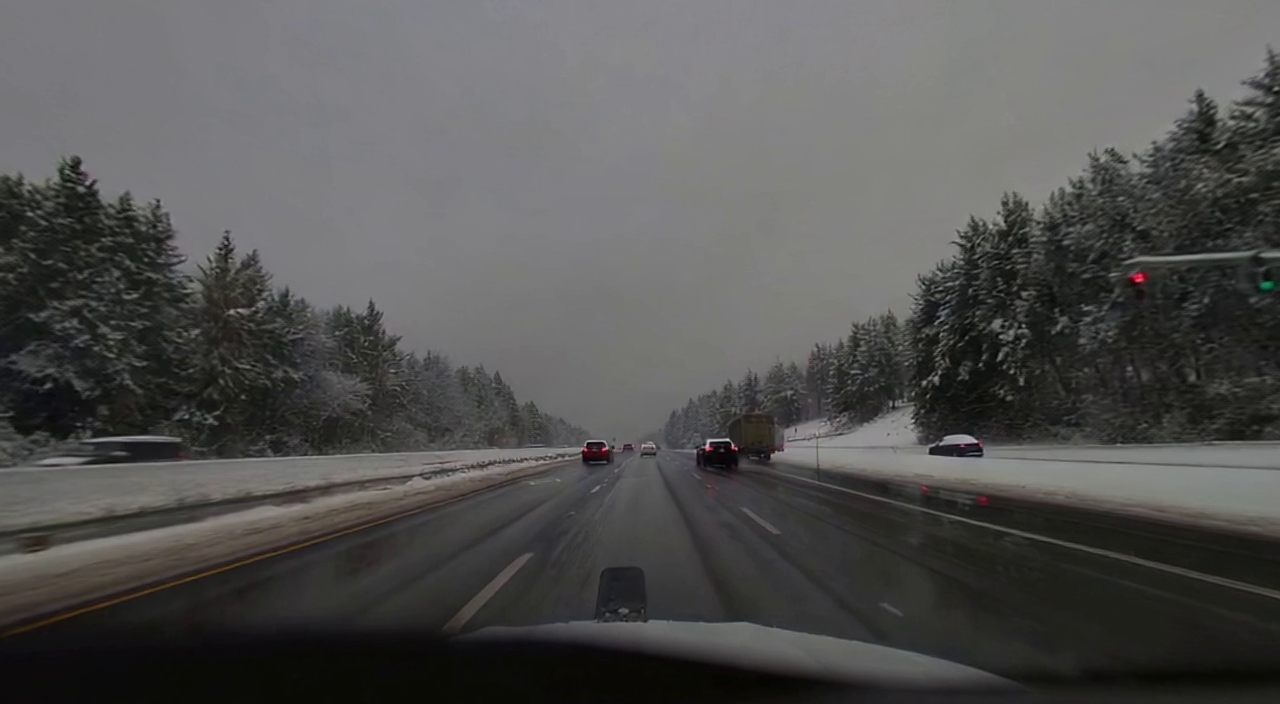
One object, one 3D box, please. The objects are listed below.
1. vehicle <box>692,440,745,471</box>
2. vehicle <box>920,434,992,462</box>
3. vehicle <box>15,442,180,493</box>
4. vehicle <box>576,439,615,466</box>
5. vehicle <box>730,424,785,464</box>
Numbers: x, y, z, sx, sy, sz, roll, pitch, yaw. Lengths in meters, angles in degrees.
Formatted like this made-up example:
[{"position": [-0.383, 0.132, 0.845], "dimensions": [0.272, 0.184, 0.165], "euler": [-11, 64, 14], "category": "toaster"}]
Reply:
[{"position": [3.944, 5.303, 32.536], "dimensions": [2.080, 1.493, 4.674], "euler": [0, -9, 0], "category": "vehicle"}, {"position": [23.934, 7.301, 48.064], "dimensions": [2.221, 1.995, 5.803], "euler": [0, -9, -3], "category": "vehicle"}, {"position": [-23.298, 4.945, 27.502], "dimensions": [2.308, 1.943, 5.444], "euler": [0, -9, 1], "category": "vehicle"}, {"position": [-2.727, 6.253, 39.333], "dimensions": [2.060, 1.587, 4.093], "euler": [0, -9, 1], "category": "vehicle"}, {"position": [8.109, 6.436, 44.139], "dimensions": [2.729, 2.628, 4.875], "euler": [0, -9, -2], "category": "vehicle"}]
